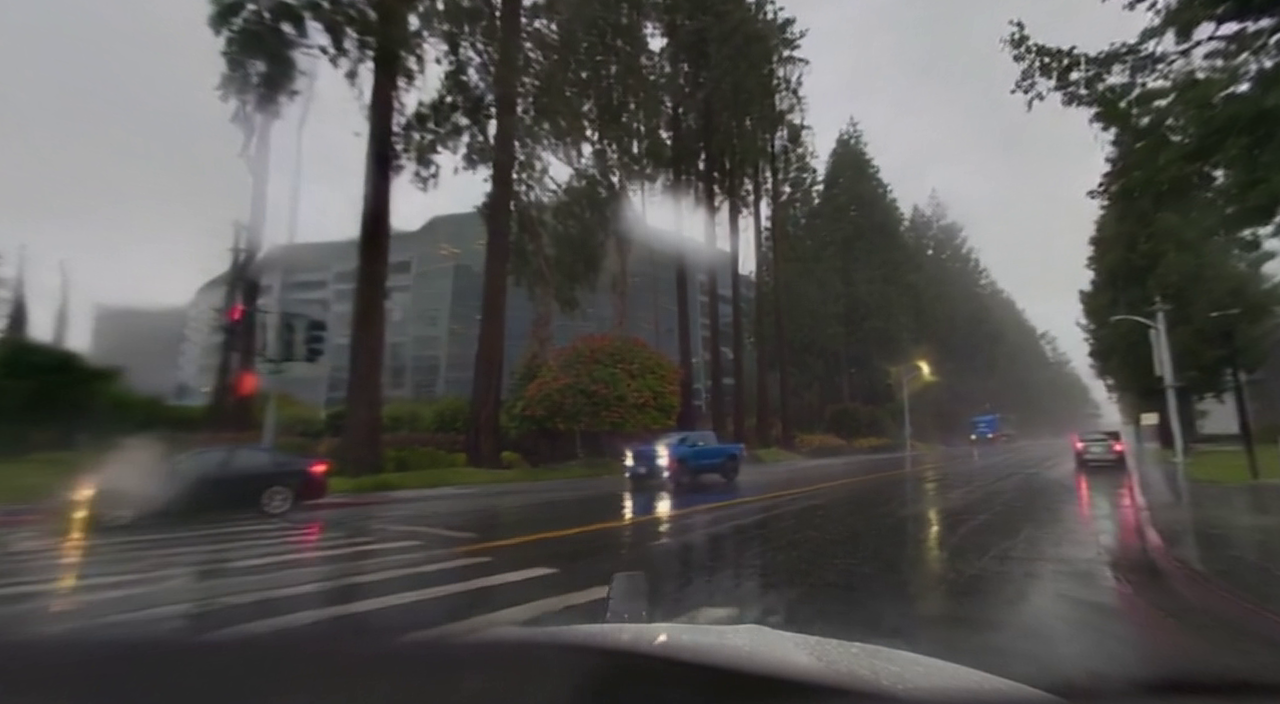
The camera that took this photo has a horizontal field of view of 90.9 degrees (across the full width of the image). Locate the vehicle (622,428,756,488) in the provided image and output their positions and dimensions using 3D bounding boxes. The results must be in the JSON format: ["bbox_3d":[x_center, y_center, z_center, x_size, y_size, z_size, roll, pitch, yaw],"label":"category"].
[{"bbox_3d":[1.701,3.385,20.499,2.145,1.687,4.662,-7,-10,37],"label":"vehicle"}]

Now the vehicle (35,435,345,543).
[{"bbox_3d":[-7.222,2.110,10.394,1.757,1.410,3.816,-8,-12,44],"label":"vehicle"}]

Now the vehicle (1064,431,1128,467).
[{"bbox_3d":[20.738,4.398,28.691,2.098,1.509,4.389,-6,-10,35],"label":"vehicle"}]
